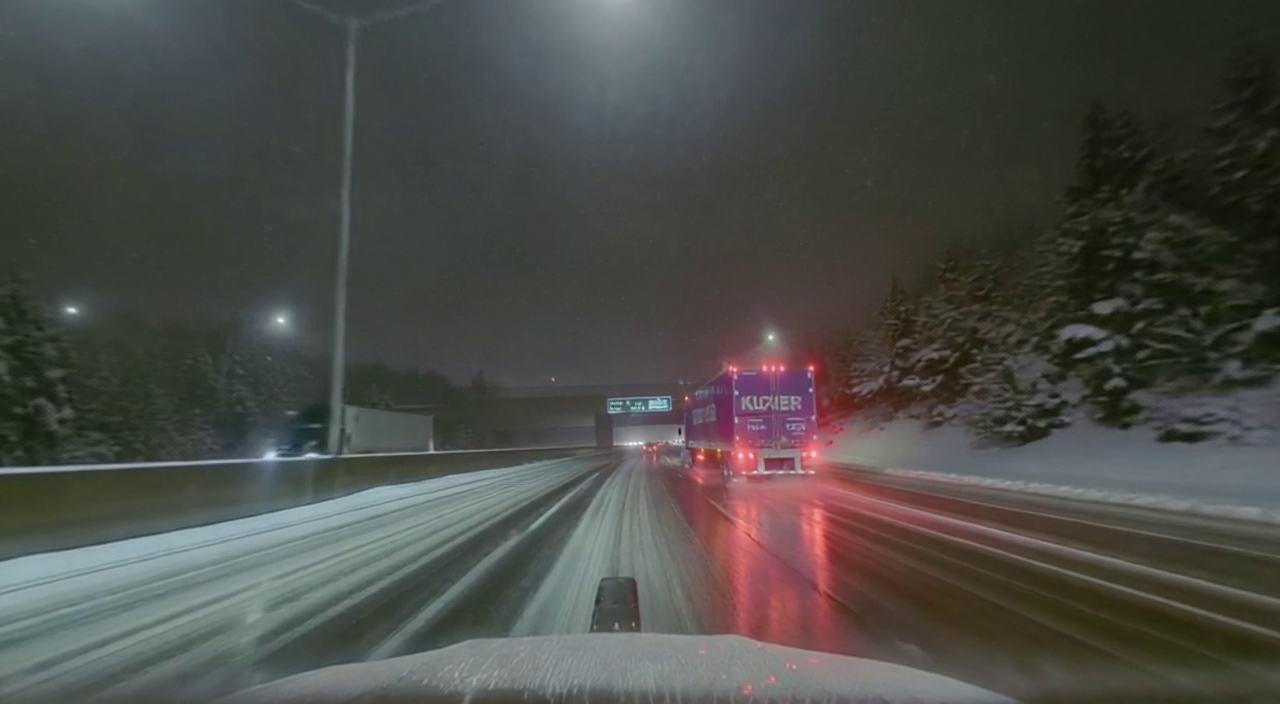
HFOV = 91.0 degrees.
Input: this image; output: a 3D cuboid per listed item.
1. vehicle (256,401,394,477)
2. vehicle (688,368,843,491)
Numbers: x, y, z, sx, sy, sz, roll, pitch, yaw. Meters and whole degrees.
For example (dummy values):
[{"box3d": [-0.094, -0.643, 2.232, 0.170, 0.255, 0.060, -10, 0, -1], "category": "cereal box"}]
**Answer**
[{"box3d": [-20.156, 5.766, 41.528, 3.269, 4.283, 11.156, 0, -8, 0], "category": "vehicle"}, {"box3d": [4.054, 3.034, 24.007, 3.306, 3.531, 11.717, 0, -8, -1], "category": "vehicle"}]
